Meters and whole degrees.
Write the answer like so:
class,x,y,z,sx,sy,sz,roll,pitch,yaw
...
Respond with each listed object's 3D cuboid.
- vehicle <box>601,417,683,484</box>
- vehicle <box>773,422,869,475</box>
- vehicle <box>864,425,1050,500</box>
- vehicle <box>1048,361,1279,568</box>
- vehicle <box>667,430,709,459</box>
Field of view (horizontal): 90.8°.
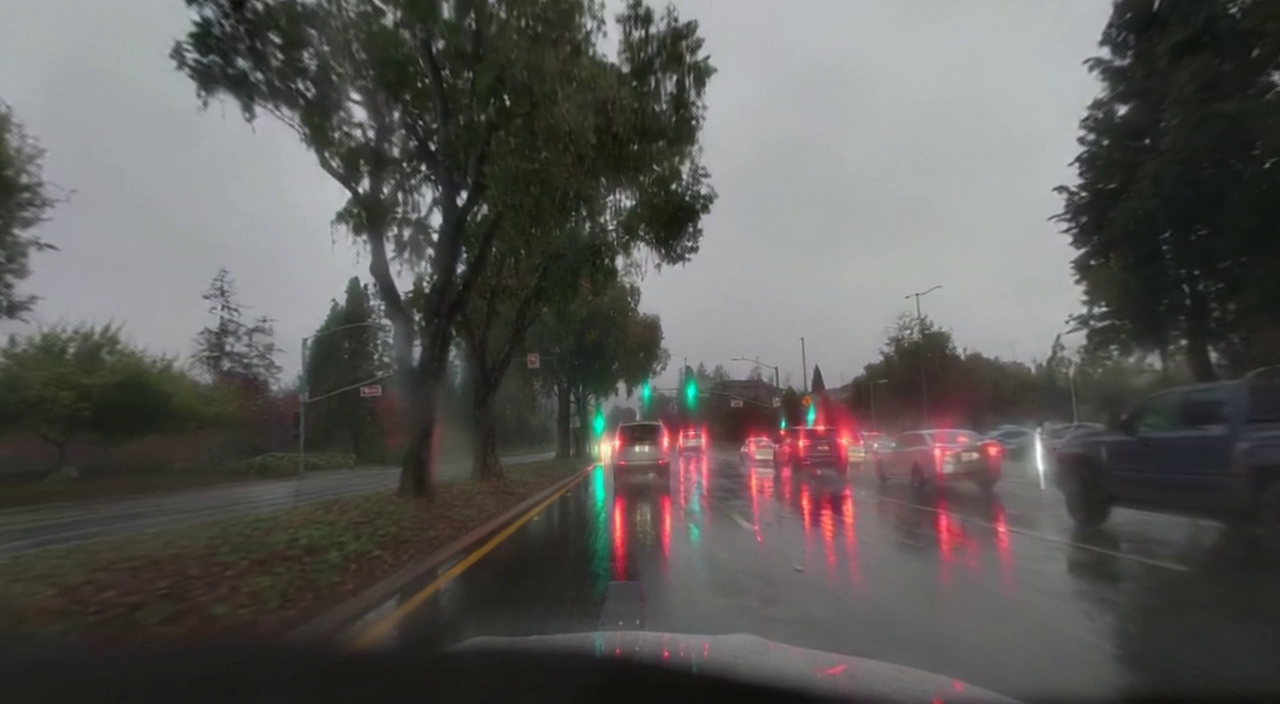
class,x,y,z,sx,sy,sz,roll,pitch,yaw
vehicle,0.061,3.137,20.263,2.353,1.894,4.122,0,-9,0
vehicle,7.039,3.849,25.256,2.251,1.873,5.346,0,-9,0
vehicle,7.337,2.624,15.351,2.004,1.504,4.836,0,-9,0
vehicle,7.091,1.161,6.650,2.226,1.913,4.901,0,-9,-1
vehicle,3.166,6.262,42.660,2.388,1.833,4.506,0,-9,-1
